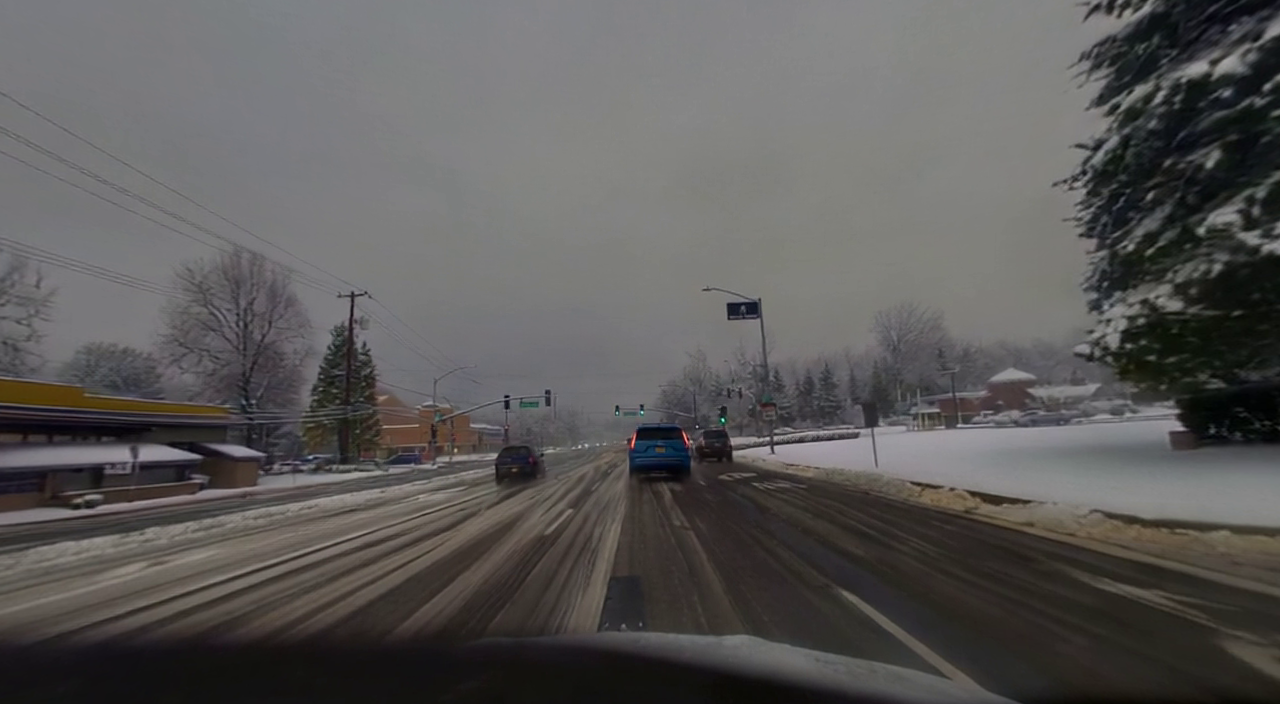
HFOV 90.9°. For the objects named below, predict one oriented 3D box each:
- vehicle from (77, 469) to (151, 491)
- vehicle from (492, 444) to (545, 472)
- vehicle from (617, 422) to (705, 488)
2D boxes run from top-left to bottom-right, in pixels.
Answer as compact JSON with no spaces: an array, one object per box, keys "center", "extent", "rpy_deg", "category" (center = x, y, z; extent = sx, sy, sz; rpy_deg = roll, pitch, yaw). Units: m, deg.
[{"center":[-41.014,9.951,49.314],"extent":[1.792,1.450,4.553],"rpy_deg":[0,-8,2],"category":"vehicle"},{"center":[-6.602,5.793,34.722],"extent":[1.966,1.461,4.422],"rpy_deg":[0,-8,1],"category":"vehicle"},{"center":[0.580,3.345,20.780],"extent":[2.513,1.854,5.235],"rpy_deg":[0,-8,-1],"category":"vehicle"}]
